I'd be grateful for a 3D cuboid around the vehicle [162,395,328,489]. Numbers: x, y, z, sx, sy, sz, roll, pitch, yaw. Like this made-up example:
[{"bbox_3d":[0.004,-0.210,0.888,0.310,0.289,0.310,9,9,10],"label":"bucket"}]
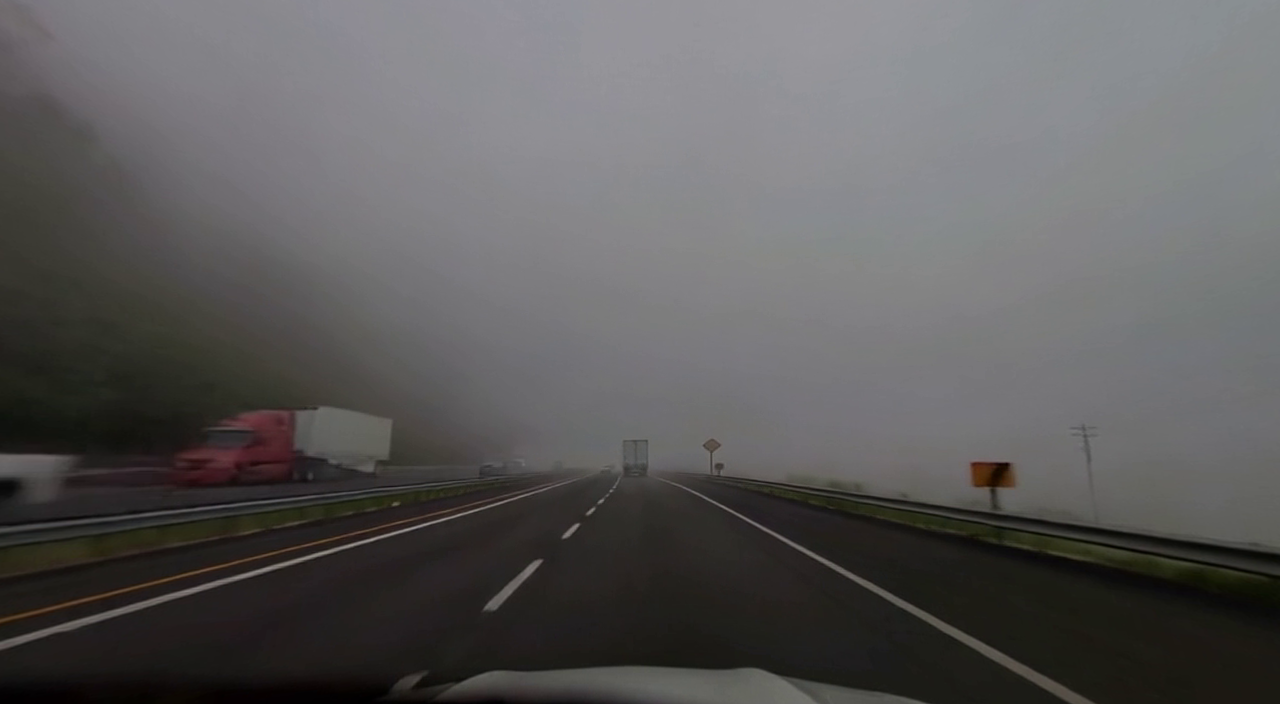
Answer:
[{"bbox_3d":[-16.606,3.983,27.146,3.088,3.528,5.922,1,-11,0],"label":"vehicle"}]
